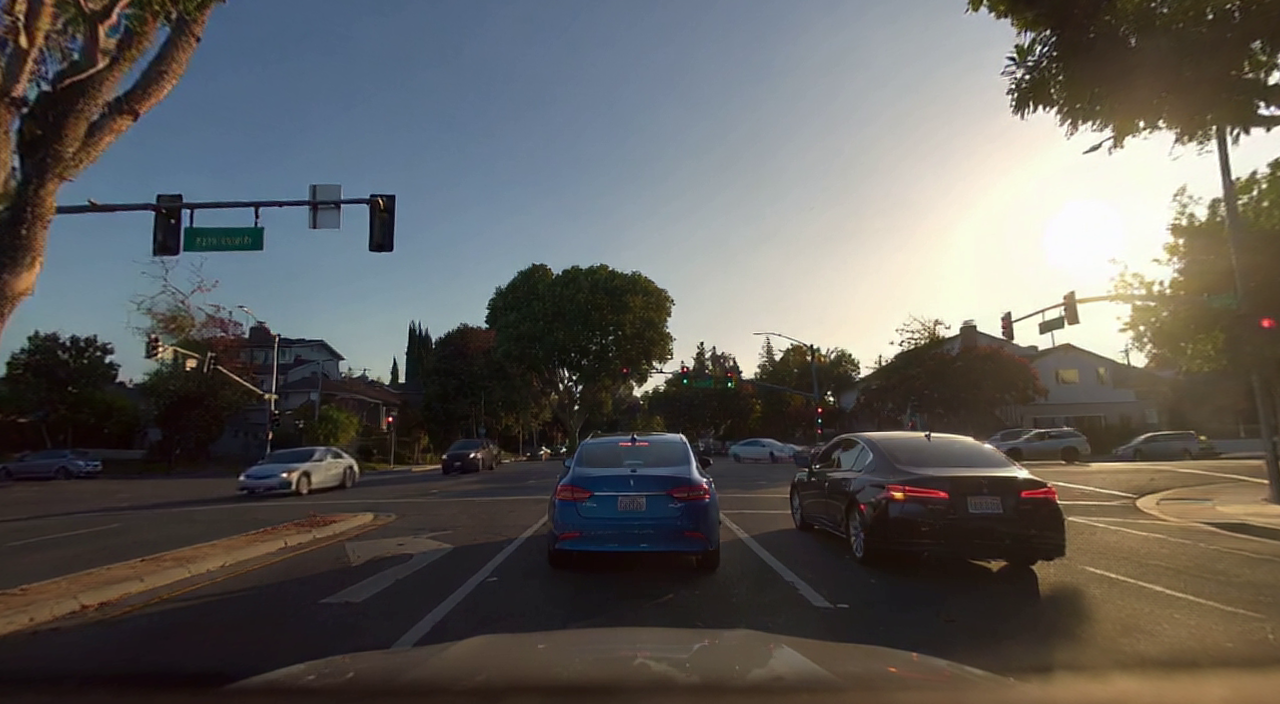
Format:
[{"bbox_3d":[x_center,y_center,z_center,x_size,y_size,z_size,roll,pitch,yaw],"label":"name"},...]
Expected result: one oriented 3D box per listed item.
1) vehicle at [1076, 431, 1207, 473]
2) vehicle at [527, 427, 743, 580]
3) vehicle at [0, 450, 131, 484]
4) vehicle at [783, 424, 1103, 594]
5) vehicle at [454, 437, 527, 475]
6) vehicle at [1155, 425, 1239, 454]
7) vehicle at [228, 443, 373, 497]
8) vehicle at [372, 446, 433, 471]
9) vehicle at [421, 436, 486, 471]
[{"bbox_3d":[23.962,4.774,30.299,4.520,1.762,2.005,-1,-8,-1],"label":"vehicle"},{"bbox_3d":[-0.064,1.783,8.258,2.103,1.478,4.073,0,-8,-1],"label":"vehicle"},{"bbox_3d":[-28.131,5.609,31.042,4.538,1.591,1.949,0,-8,1],"label":"vehicle"},{"bbox_3d":[3.183,1.716,7.772,1.913,1.505,4.097,0,-8,0],"label":"vehicle"},{"bbox_3d":[-7.437,5.224,32.001,2.383,1.779,4.973,0,-8,1],"label":"vehicle"},{"bbox_3d":[41.684,6.580,47.356,4.388,2.079,1.960,0,-8,-3],"label":"vehicle"},{"bbox_3d":[-11.375,3.966,21.724,2.102,1.531,5.072,-2,-9,2],"label":"vehicle"},{"bbox_3d":[-16.864,7.589,45.132,1.893,1.658,4.474,-2,-9,11],"label":"vehicle"},{"bbox_3d":[-11.039,6.030,37.805,2.376,1.916,4.899,0,-8,0],"label":"vehicle"}]
